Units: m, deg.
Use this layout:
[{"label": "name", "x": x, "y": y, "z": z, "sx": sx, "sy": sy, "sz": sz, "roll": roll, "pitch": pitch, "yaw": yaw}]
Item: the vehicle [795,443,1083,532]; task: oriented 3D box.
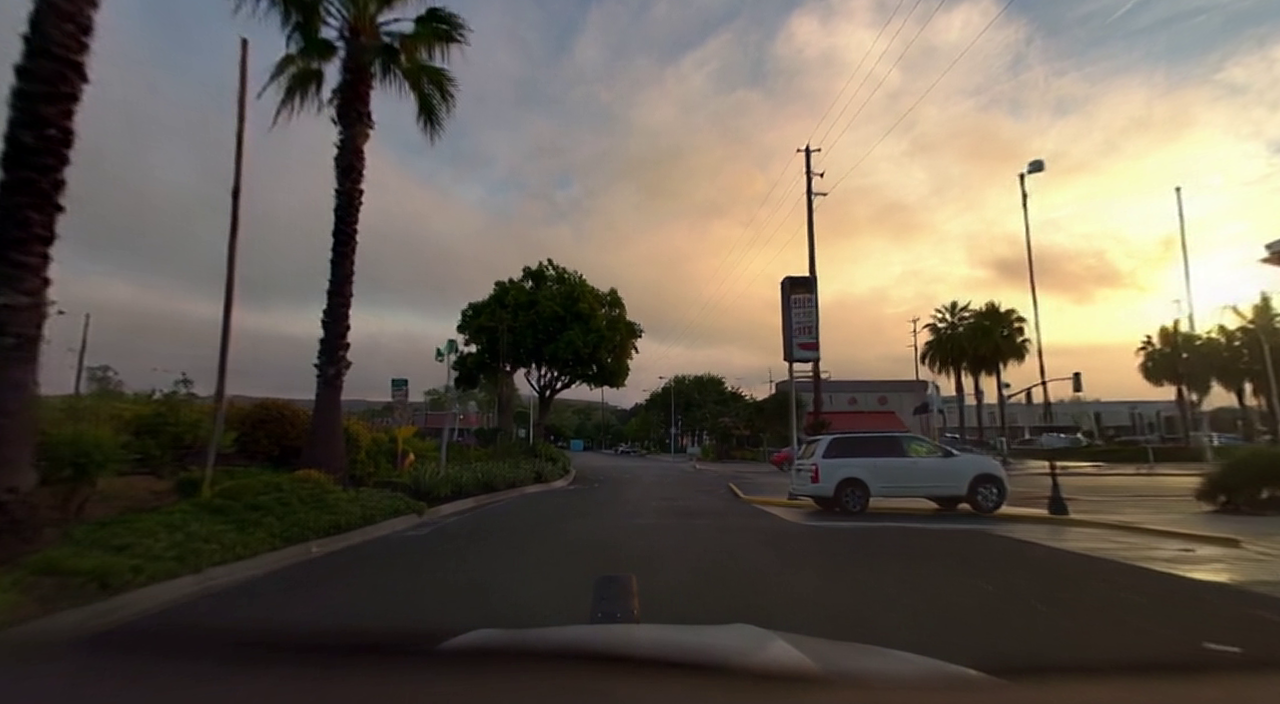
[{"label": "vehicle", "x": 5.731, "y": 2.592, "z": 12.515, "sx": 4.742, "sy": 1.506, "sz": 1.919, "roll": 0, "pitch": -8, "yaw": -5}]
